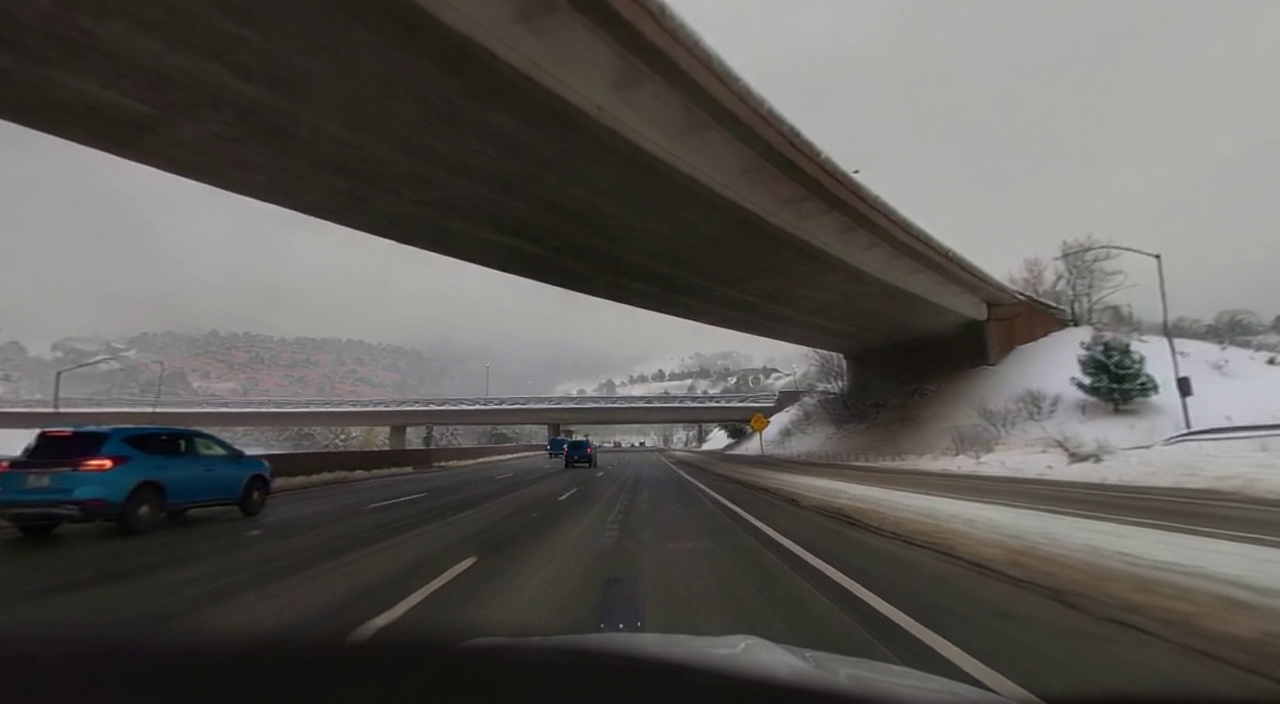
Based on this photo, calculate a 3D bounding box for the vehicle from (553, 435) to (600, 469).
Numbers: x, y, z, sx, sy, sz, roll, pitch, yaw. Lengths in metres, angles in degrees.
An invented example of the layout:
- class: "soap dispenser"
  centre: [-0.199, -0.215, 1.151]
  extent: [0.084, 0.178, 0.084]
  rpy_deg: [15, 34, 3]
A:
- class: "vehicle"
  centre: [-3.653, 5.849, 37.085]
  extent: [2.144, 1.847, 4.850]
  rpy_deg: [0, -8, 1]

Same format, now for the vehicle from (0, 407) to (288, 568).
- class: "vehicle"
  centre: [-7.516, 1.791, 9.121]
  extent: [2.092, 1.712, 4.627]
  rpy_deg: [0, -8, 1]
